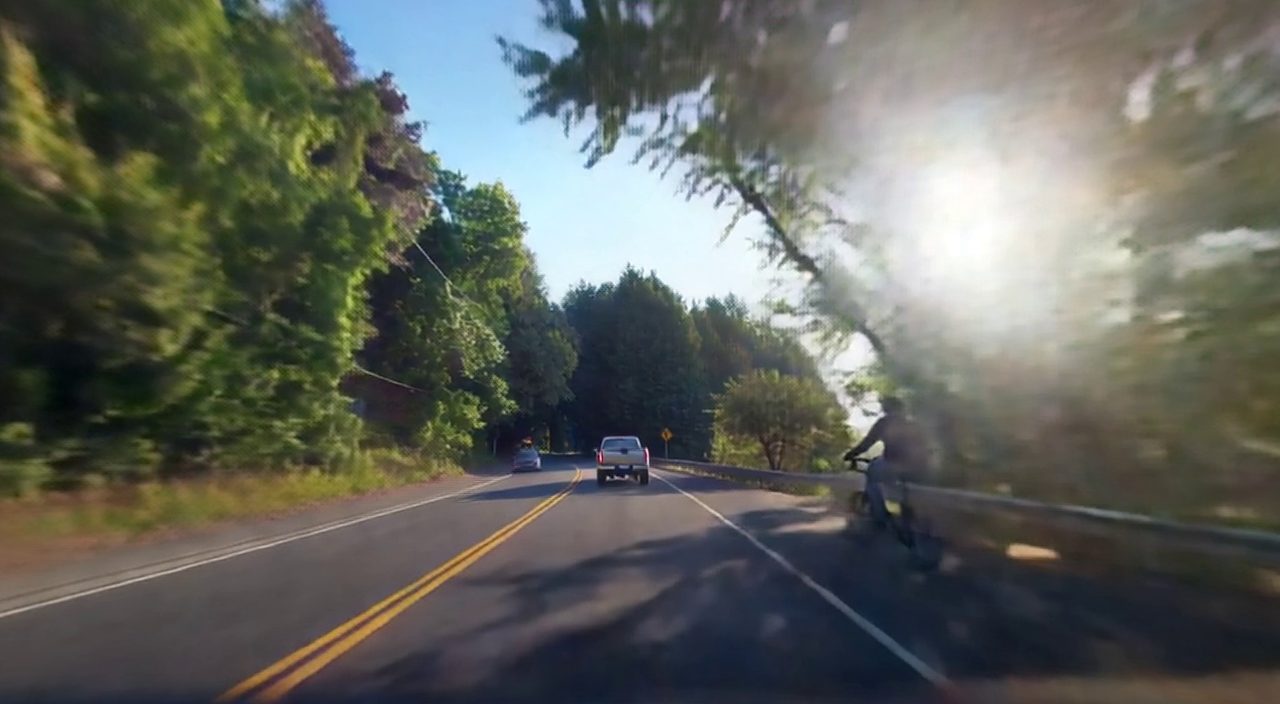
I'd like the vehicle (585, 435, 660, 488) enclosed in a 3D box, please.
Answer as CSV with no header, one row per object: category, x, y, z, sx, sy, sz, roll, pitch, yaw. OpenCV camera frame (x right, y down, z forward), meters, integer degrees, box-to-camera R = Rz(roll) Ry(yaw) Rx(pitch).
vehicle,-0.784,4.242,24.971,2.631,1.798,5.331,0,-8,-4

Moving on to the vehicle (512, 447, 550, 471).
vehicle,-7.381,7.235,43.024,2.198,1.459,4.398,0,-8,-5
